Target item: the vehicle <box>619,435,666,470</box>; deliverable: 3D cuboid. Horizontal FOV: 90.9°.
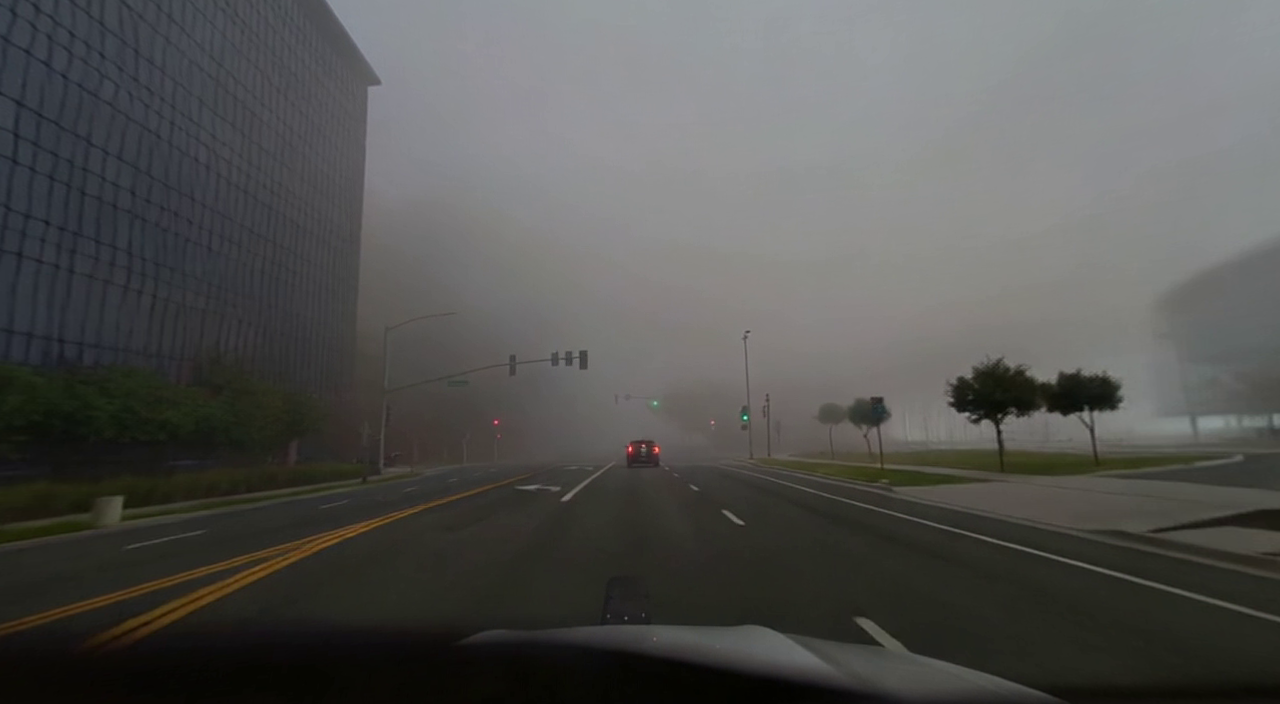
[{"bbox_3d":[0.100,4.997,31.427,2.184,1.640,4.086,0,-9,-1],"label":"vehicle"}]
